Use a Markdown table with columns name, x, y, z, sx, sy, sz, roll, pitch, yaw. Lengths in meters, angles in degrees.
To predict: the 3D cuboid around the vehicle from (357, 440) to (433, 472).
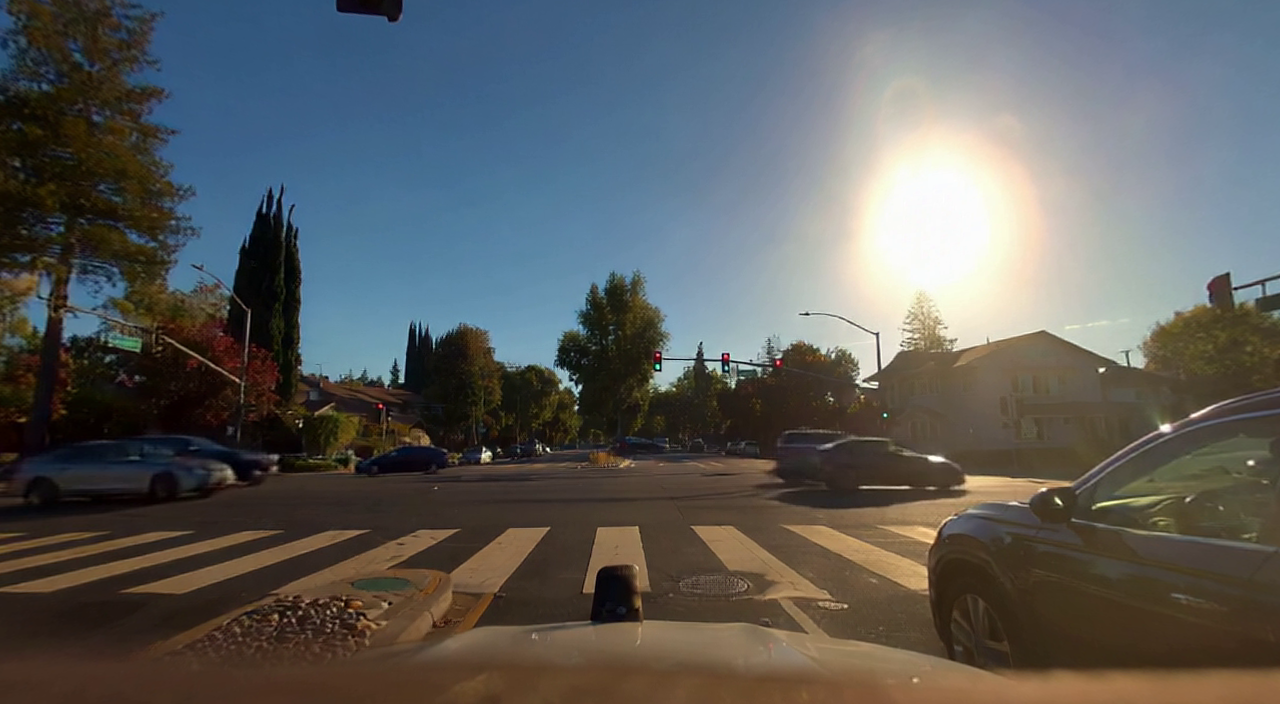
| name | x | y | z | sx | sy | sz | roll | pitch | yaw |
| --- | --- | --- | --- | --- | --- | --- | --- | --- | --- |
| vehicle | -14.670 | 6.266 | 38.175 | 2.065 | 1.775 | 4.667 | -2 | -9 | 10 |

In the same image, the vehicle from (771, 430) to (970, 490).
| name | x | y | z | sx | sy | sz | roll | pitch | yaw |
| --- | --- | --- | --- | --- | --- | --- | --- | --- | --- |
| vehicle | 7.057 | 3.366 | 19.792 | 5.403 | 1.759 | 2.040 | 0 | -8 | 0 |

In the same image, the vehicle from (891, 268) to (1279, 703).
| name | x | y | z | sx | sy | sz | roll | pitch | yaw |
| --- | --- | --- | --- | --- | --- | --- | --- | --- | --- |
| vehicle | 2.718 | 0.705 | 1.731 | 2.085 | 1.800 | 4.908 | 0 | -9 | 1 |

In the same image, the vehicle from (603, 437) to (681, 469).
| name | x | y | z | sx | sy | sz | roll | pitch | yaw |
| --- | --- | --- | --- | --- | --- | --- | --- | --- | --- |
| vehicle | 0.204 | 5.506 | 34.560 | 2.130 | 1.633 | 4.532 | -5 | -10 | 32 |

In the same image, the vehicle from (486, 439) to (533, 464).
| name | x | y | z | sx | sy | sz | roll | pitch | yaw |
| --- | --- | --- | --- | --- | --- | --- | --- | --- | --- |
| vehicle | -8.933 | 6.864 | 43.673 | 2.028 | 1.654 | 5.027 | 0 | -9 | 1 |

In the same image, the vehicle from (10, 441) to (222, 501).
| name | x | y | z | sx | sy | sz | roll | pitch | yaw |
| --- | --- | --- | --- | --- | --- | --- | --- | --- | --- |
| vehicle | -13.710 | 3.106 | 16.735 | 3.894 | 1.487 | 1.863 | 0 | -8 | -1 |
